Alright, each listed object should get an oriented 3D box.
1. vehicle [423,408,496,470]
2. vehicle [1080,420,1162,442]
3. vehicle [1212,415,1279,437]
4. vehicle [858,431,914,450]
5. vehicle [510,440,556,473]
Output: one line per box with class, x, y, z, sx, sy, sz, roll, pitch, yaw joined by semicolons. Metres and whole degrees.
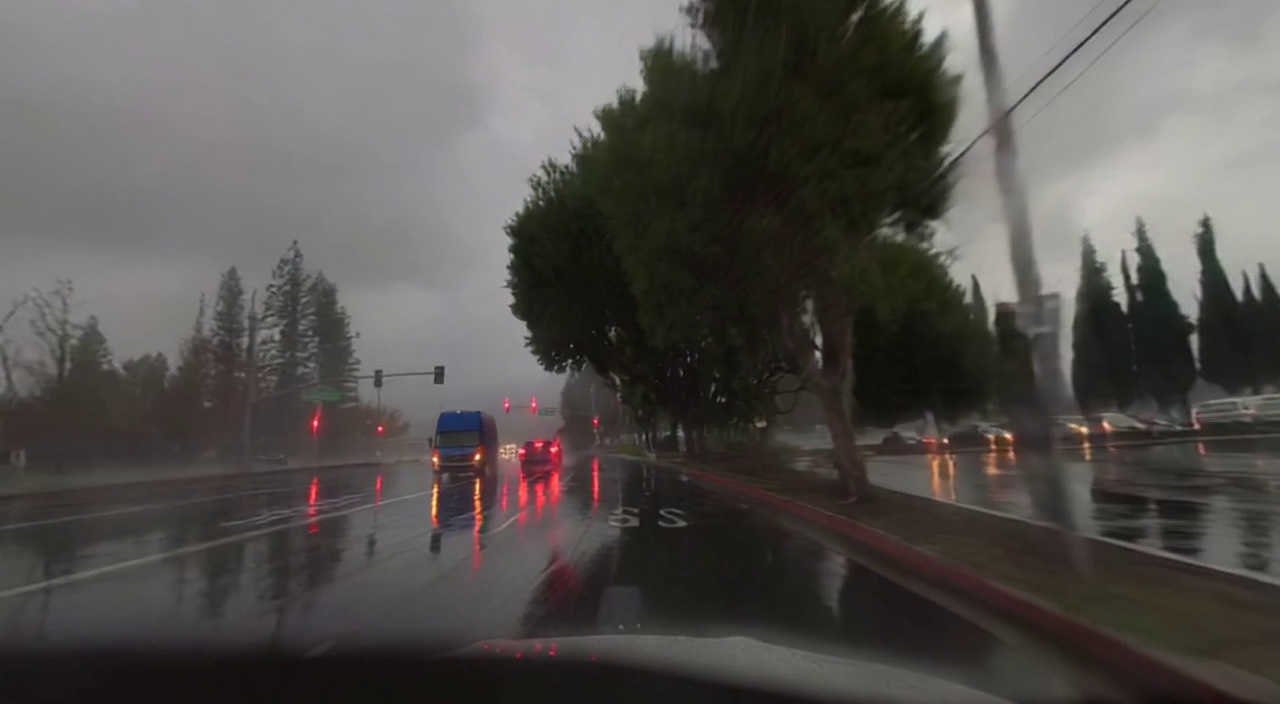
vehicle;-9.397;4.670;33.504;2.461;2.889;6.776;1;-9;-6
vehicle;38.107;6.283;49.994;4.643;1.620;1.938;-2;-9;13
vehicle;46.704;5.666;47.766;4.373;1.593;1.908;-2;-9;15
vehicle;19.391;6.993;49.628;3.718;1.480;1.981;4;-9;-21
vehicle;-5.336;5.265;31.906;2.019;1.485;4.565;1;-9;-7
